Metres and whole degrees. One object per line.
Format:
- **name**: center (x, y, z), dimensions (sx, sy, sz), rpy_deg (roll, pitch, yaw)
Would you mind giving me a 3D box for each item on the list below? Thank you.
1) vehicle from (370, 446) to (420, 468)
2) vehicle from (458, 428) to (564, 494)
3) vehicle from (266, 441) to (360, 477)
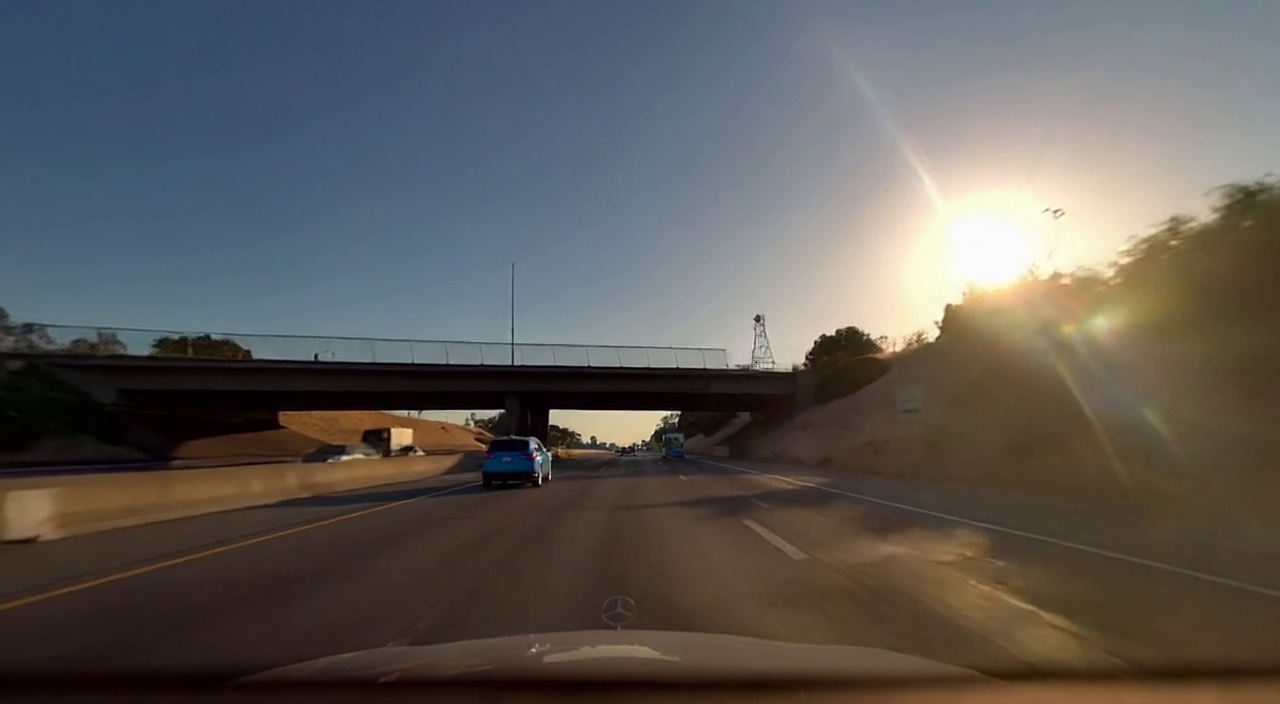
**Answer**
- **vehicle**: center (-17.525, 7.524, 45.442), dimensions (1.855, 1.491, 4.723), rpy_deg (0, -8, -2)
- **vehicle**: center (-3.814, 3.333, 19.745), dimensions (2.205, 1.773, 5.124), rpy_deg (0, -8, 0)
- **vehicle**: center (-15.418, 5.055, 30.113), dimensions (1.937, 1.540, 4.778), rpy_deg (0, -8, 0)
